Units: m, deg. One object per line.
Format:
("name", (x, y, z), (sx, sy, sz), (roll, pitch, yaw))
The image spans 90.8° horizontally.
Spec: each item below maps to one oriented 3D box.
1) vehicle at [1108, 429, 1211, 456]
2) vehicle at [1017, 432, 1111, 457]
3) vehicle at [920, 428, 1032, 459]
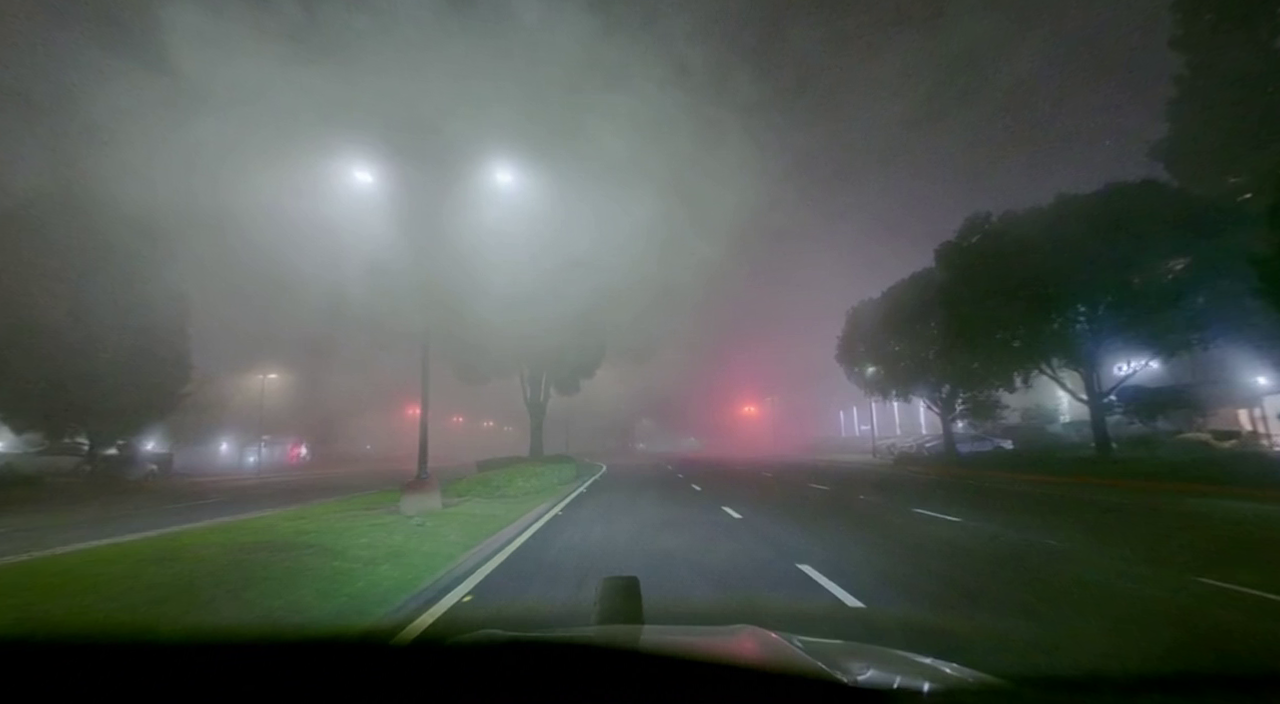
("vehicle", (31.499, 5.485, 38.403), (4.532, 1.493, 1.886), (-1, -9, 1))
("vehicle", (25.967, 5.703, 38.820), (4.402, 1.465, 1.900), (0, -9, -2))
("vehicle", (20.407, 5.604, 38.558), (5.462, 1.785, 2.323), (0, -9, 1))
